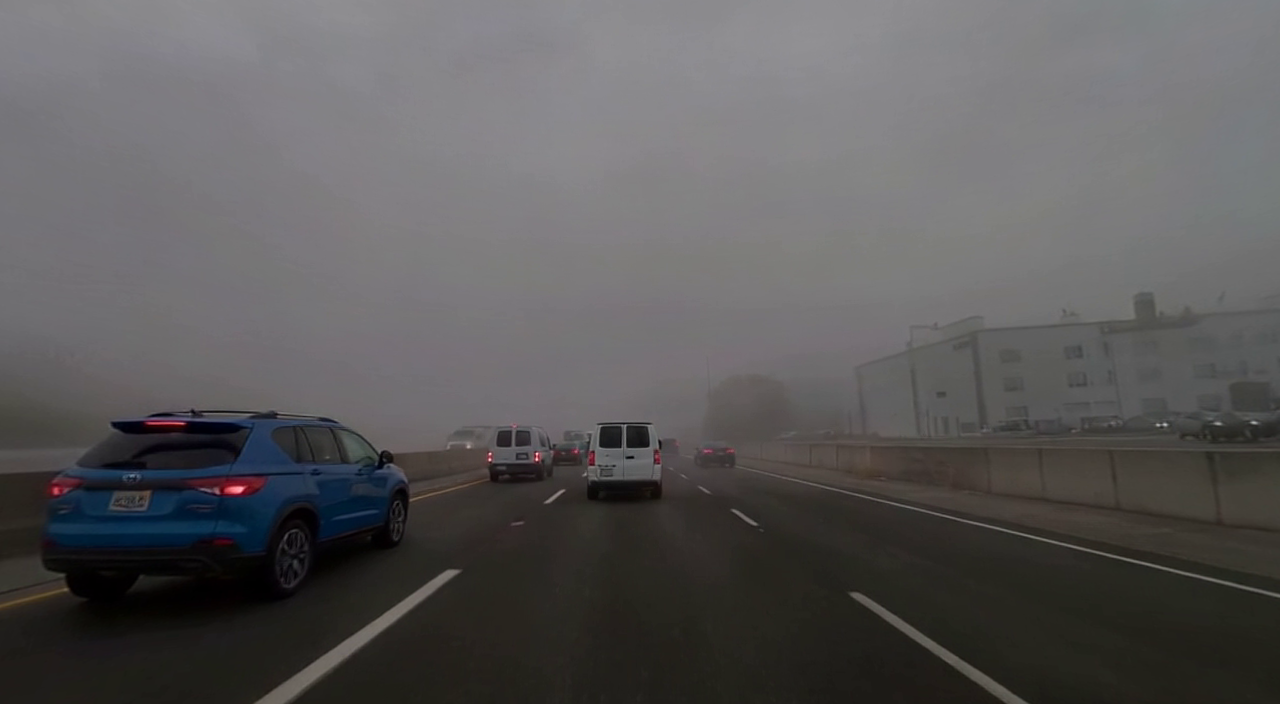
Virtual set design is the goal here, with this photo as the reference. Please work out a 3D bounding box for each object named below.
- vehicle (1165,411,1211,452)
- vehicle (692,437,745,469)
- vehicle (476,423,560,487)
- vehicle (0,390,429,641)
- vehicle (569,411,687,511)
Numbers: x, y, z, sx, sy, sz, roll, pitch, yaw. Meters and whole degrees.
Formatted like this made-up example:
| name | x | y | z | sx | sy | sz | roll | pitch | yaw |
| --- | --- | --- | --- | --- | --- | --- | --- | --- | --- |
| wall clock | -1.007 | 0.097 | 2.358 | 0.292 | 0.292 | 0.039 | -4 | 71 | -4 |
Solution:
| name | x | y | z | sx | sy | sz | roll | pitch | yaw |
| --- | --- | --- | --- | --- | --- | --- | --- | --- | --- |
| vehicle | 30.841 | 4.506 | 35.467 | 1.480 | 2.238 | 1.864 | -6 | -10 | 32 |
| vehicle | 3.836 | 4.996 | 31.344 | 1.999 | 1.494 | 3.833 | 0 | -8 | -2 |
| vehicle | -4.019 | 3.456 | 21.455 | 2.038 | 1.936 | 4.300 | 0 | -8 | -1 |
| vehicle | -3.912 | 1.432 | 6.575 | 1.972 | 1.703 | 4.333 | 0 | -8 | -1 |
| vehicle | -0.292 | 2.454 | 14.605 | 2.304 | 1.925 | 4.282 | 0 | -8 | -1 |
